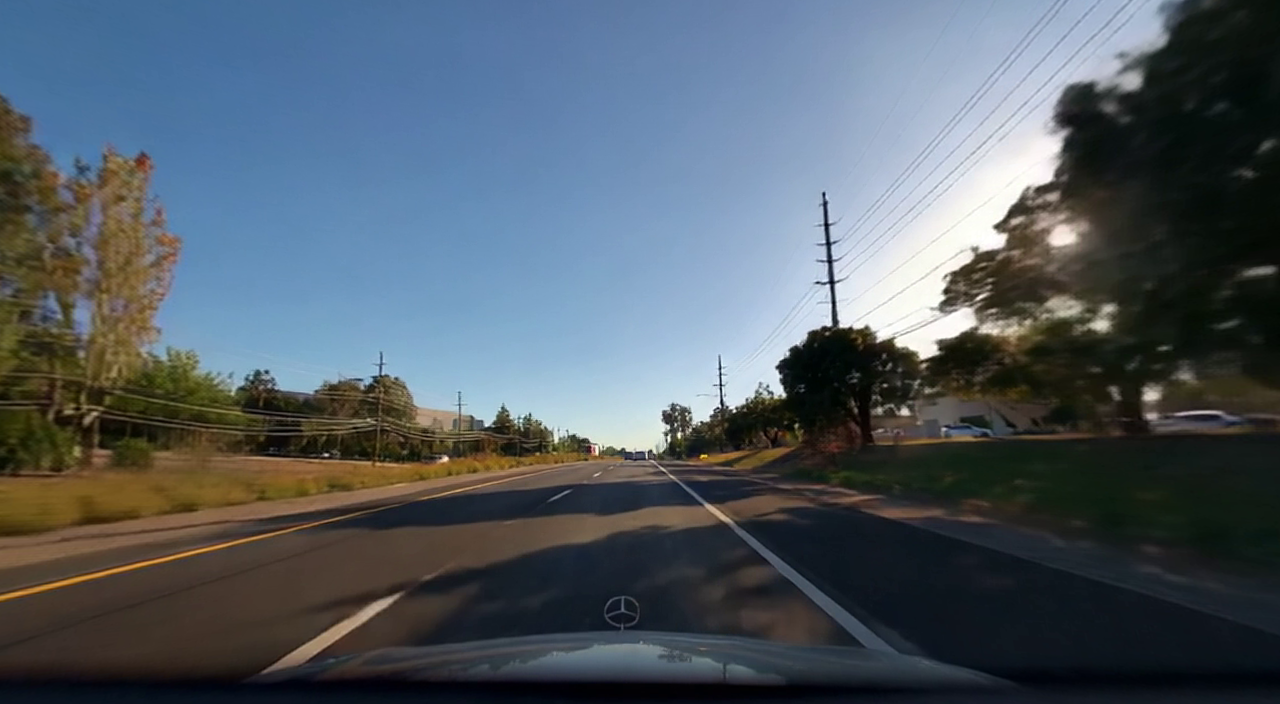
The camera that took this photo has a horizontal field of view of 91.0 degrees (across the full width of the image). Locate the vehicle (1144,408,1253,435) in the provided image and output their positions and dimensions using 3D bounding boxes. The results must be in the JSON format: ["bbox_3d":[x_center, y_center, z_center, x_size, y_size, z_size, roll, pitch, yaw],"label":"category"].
[{"bbox_3d":[41.640,5.287,47.186,5.631,1.821,2.168,-5,-10,30],"label":"vehicle"}]
